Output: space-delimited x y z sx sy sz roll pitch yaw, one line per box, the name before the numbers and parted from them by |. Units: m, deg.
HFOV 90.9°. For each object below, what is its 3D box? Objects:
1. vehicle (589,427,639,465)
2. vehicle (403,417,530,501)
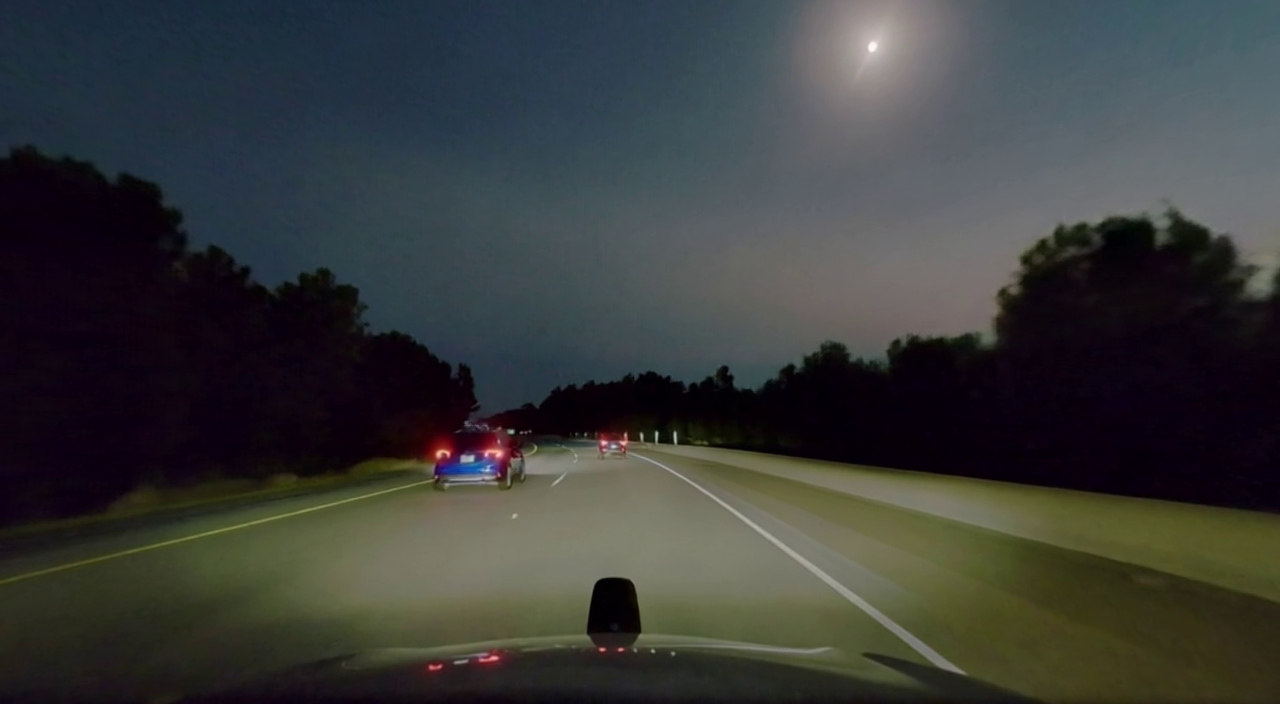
vehicle | -1.438 4.920 33.334 2.452 1.857 4.022 1 -8 -5
vehicle | -4.241 2.688 16.342 2.053 1.847 4.760 0 -8 -2
